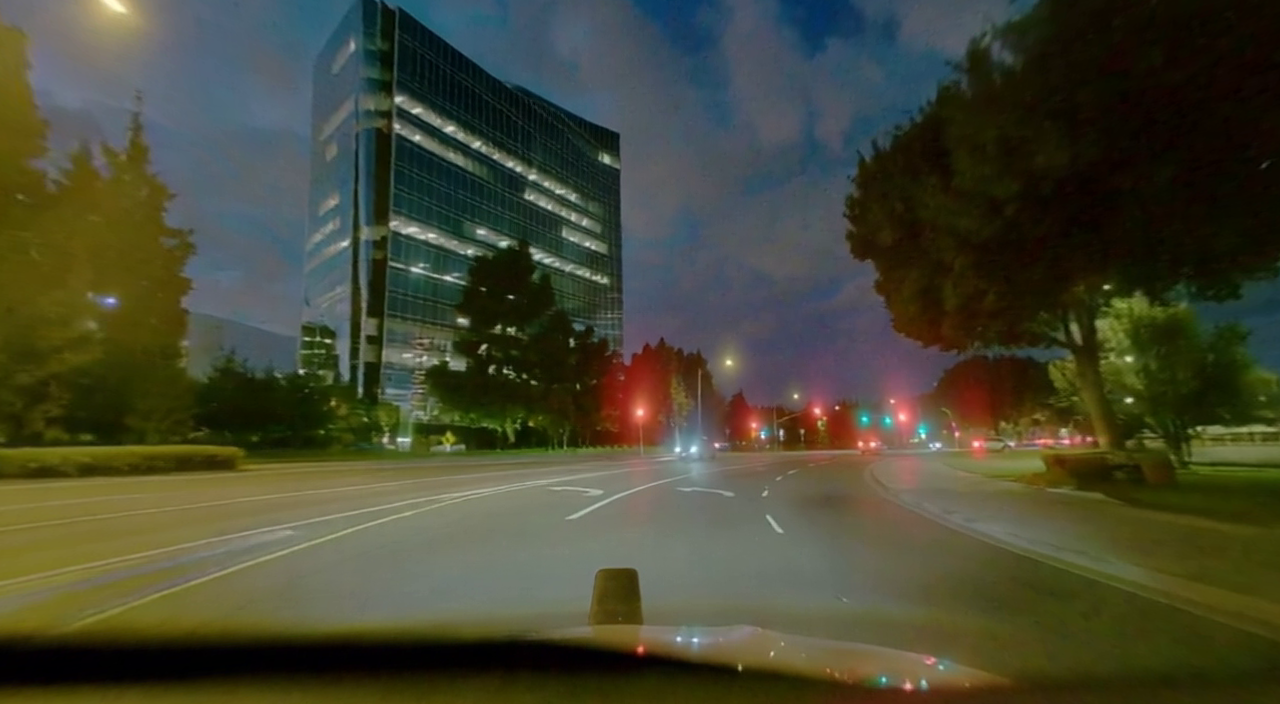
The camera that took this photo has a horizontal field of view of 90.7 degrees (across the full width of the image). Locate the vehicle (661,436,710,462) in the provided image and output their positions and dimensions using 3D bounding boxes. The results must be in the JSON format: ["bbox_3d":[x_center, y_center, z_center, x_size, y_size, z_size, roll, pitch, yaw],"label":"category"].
[{"bbox_3d":[3.220,6.668,43.682,2.117,1.683,4.565,-3,-9,21],"label":"vehicle"}]
